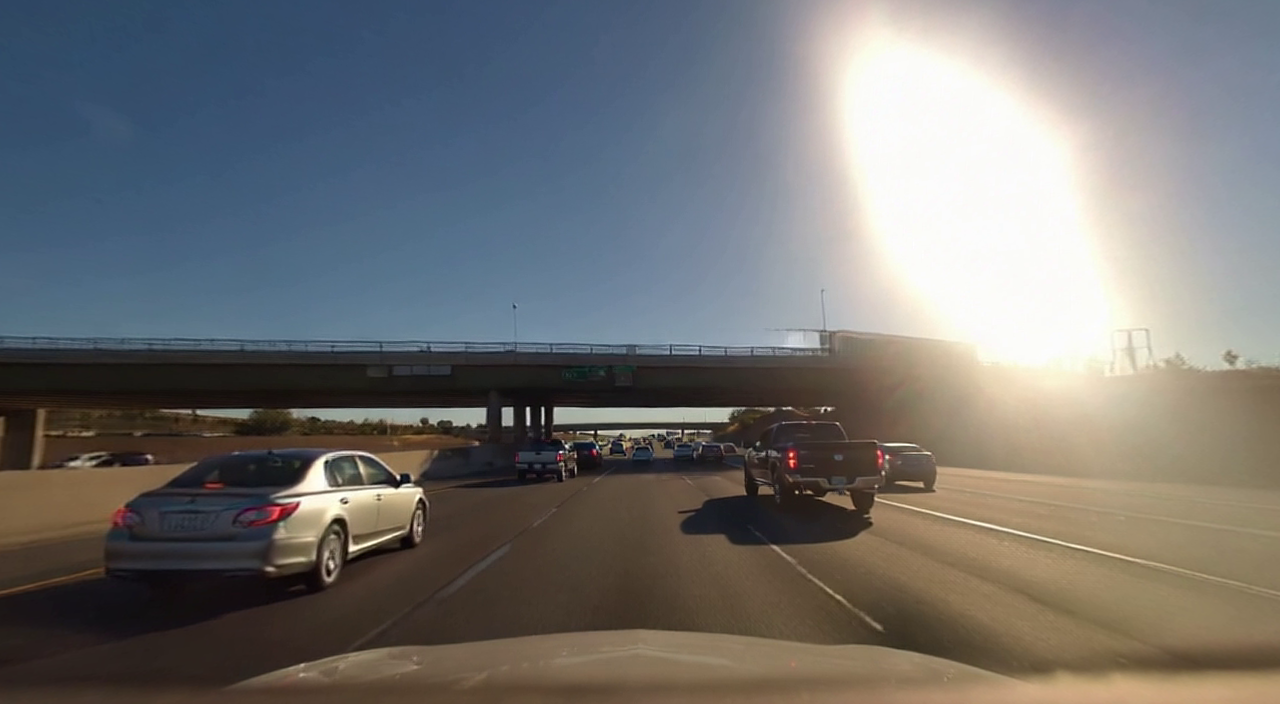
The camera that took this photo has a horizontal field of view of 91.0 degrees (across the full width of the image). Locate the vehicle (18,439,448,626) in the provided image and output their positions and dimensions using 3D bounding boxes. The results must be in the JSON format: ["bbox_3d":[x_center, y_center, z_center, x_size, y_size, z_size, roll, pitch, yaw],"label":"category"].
[{"bbox_3d":[-3.842,1.737,7.108,1.947,1.424,4.264,0,-9,1],"label":"vehicle"}]

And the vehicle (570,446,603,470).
[{"bbox_3d":[-3.541,7.090,42.342,1.907,1.484,3.954,0,-9,0],"label":"vehicle"}]

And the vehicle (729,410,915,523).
[{"bbox_3d":[3.556,2.408,13.766,2.340,1.925,5.529,0,-9,-1],"label":"vehicle"}]

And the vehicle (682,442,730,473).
[{"bbox_3d":[3.628,5.922,35.580,2.145,1.636,4.437,0,-9,-1],"label":"vehicle"}]

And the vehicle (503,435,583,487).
[{"bbox_3d":[-3.604,4.161,24.372,2.176,1.783,4.799,0,-9,2],"label":"vehicle"}]

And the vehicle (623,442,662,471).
[{"bbox_3d":[0.123,6.204,37.540,2.147,1.572,4.094,0,-9,-1],"label":"vehicle"}]
